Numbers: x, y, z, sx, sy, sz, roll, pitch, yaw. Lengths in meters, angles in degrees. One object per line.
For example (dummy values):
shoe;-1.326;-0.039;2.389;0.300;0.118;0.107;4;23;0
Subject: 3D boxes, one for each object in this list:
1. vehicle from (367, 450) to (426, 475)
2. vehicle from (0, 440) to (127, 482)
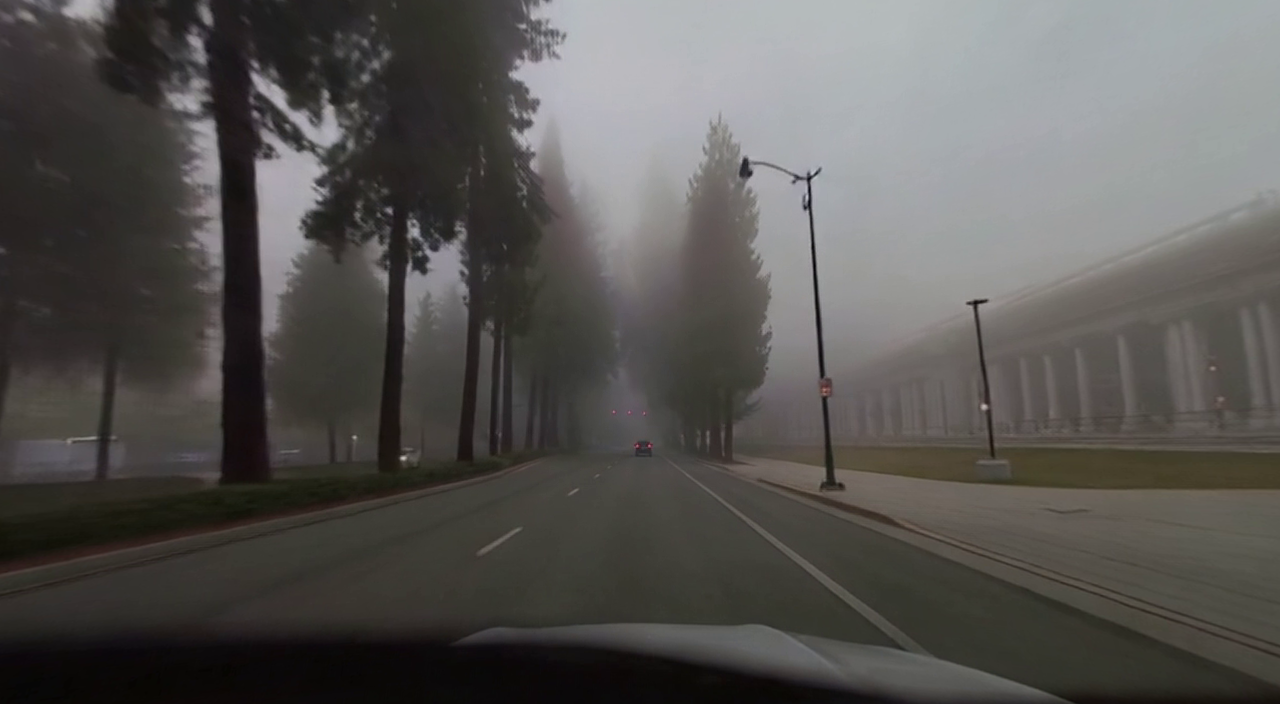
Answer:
vehicle;-15.887;7.232;41.369;1.872;1.490;4.810;-1;-9;1
vehicle;-36.482;6.699;39.057;2.132;2.424;6.702;-6;-10;31
